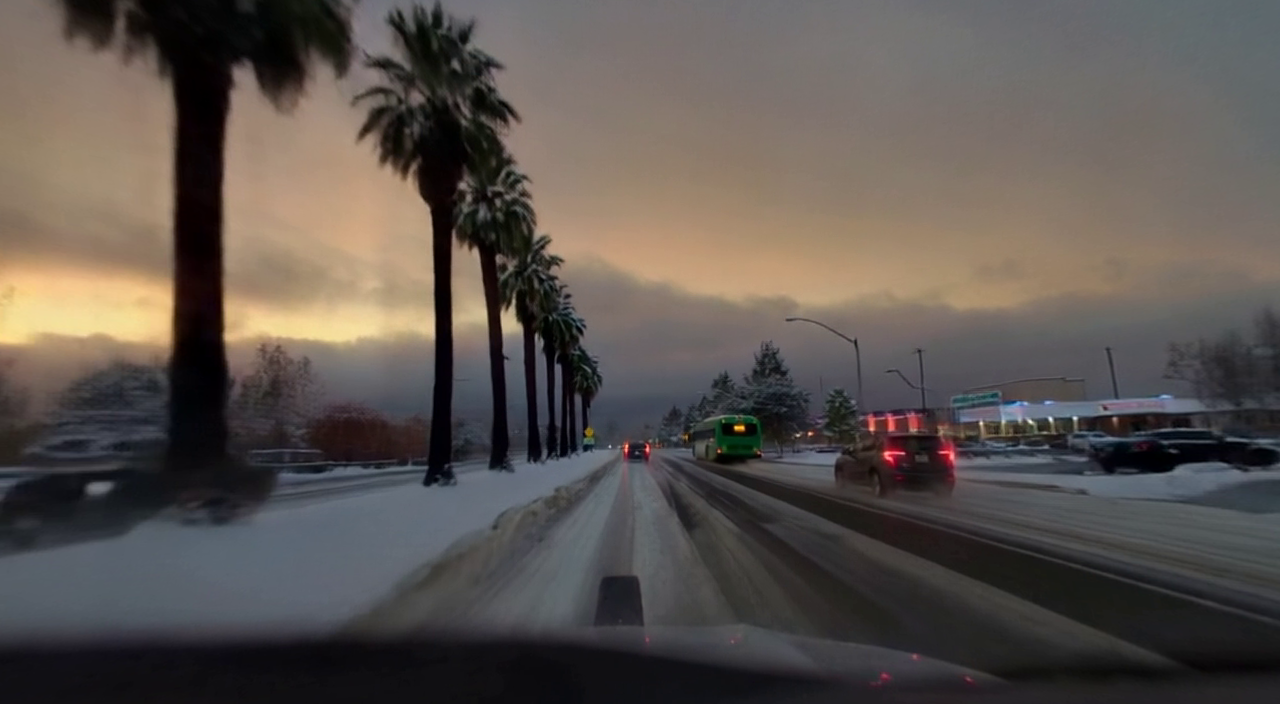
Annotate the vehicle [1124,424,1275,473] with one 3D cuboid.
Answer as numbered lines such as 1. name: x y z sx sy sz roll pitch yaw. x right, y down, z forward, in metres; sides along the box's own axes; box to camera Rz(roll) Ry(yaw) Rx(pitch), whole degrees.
1. vehicle: 23.352 4.036 26.471 4.595 1.845 1.919 -1 -8 -5

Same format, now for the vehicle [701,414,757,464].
1. vehicle: 6.520 6.648 47.677 2.795 3.383 9.287 0 -9 -1

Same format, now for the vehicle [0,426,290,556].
1. vehicle: -8.802 2.340 11.437 2.106 1.817 4.847 0 -9 0

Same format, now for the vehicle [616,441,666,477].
1. vehicle: 0.036 4.792 28.466 2.065 1.477 4.306 0 -9 0

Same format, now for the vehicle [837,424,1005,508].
1. vehicle: 6.348 2.628 14.919 2.031 1.670 4.154 0 -9 0
